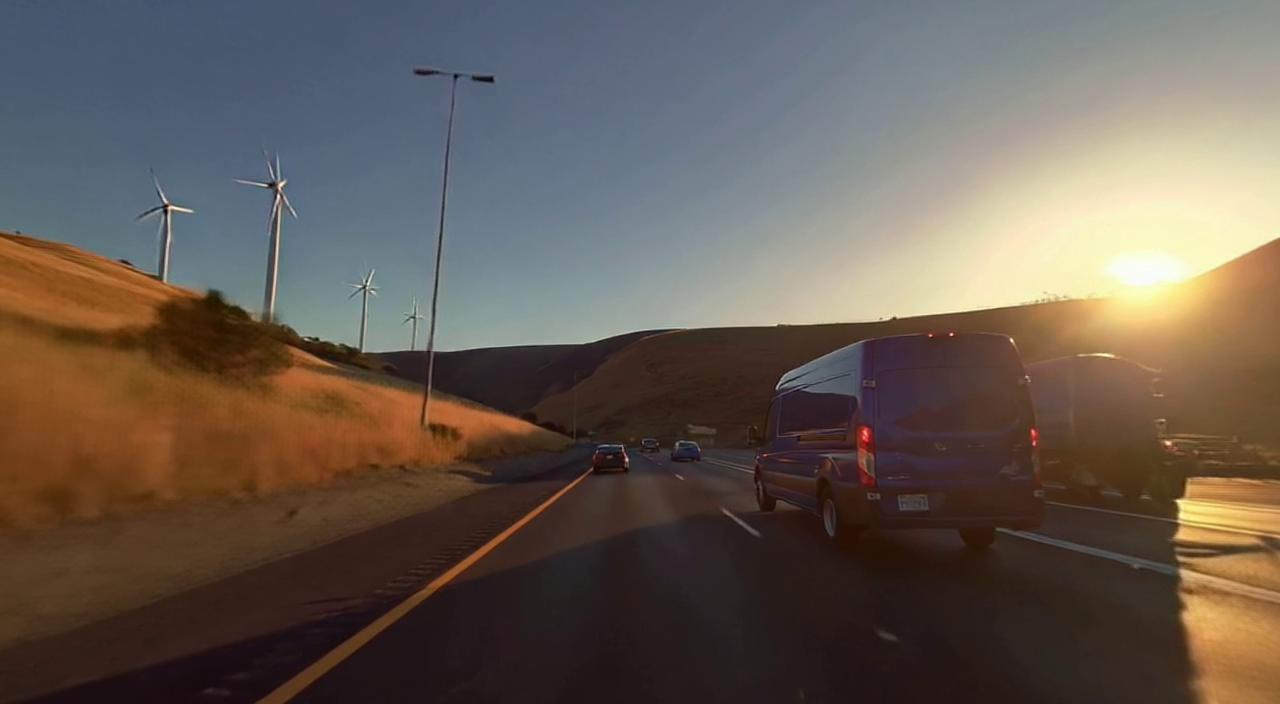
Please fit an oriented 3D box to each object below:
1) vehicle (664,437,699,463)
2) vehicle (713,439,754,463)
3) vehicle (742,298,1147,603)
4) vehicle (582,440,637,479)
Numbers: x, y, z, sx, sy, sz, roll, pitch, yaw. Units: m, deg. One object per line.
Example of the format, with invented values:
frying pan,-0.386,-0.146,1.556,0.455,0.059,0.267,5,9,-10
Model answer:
vehicle,2.922,7.037,45.499,2.108,1.717,3.996,0,-8,-2
vehicle,6.358,6.823,43.554,1.958,1.514,4.930,0,-8,-1
vehicle,3.062,1.238,8.364,2.365,2.630,5.754,0,-8,-1
vehicle,-1.168,4.323,25.690,2.082,1.445,3.826,0,-8,-1
